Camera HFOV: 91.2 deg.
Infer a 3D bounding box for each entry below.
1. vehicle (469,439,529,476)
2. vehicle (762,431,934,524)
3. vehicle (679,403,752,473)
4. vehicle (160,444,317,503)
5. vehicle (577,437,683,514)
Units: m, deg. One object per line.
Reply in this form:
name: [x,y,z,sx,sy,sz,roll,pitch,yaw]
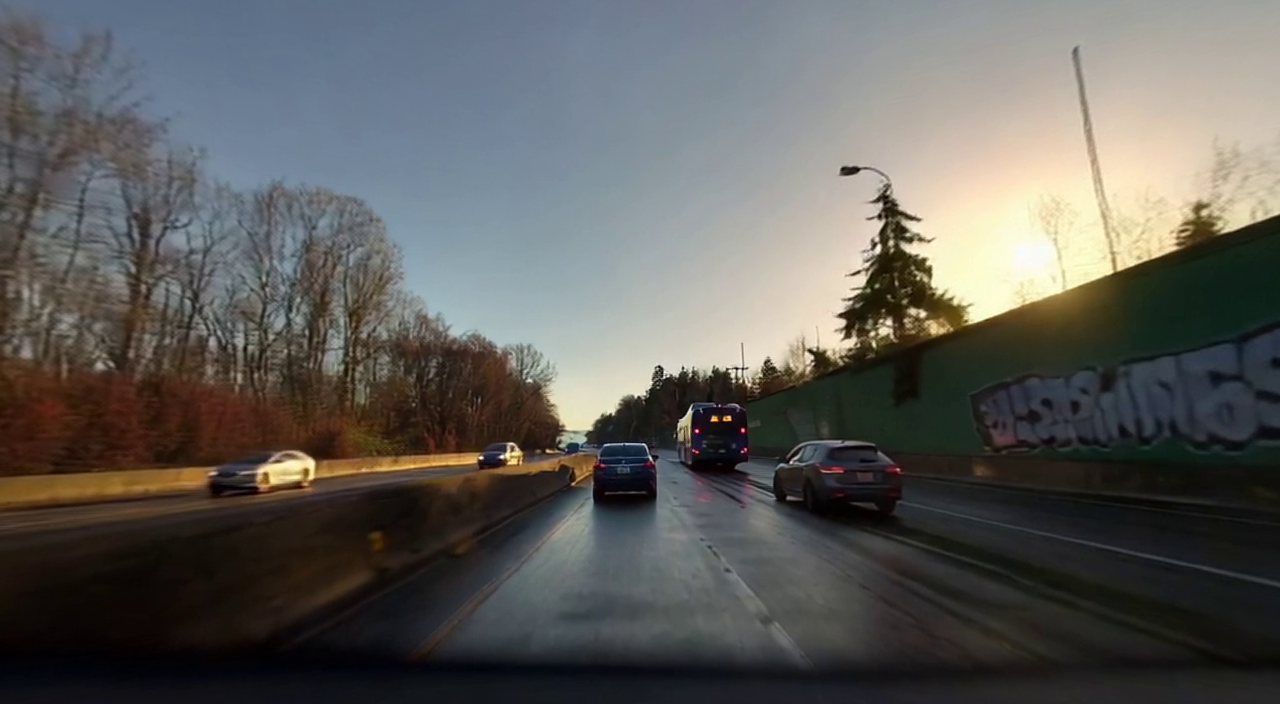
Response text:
vehicle: [-8.287,6.256,37.378,2.319,1.983,4.918,-1,-9,1]
vehicle: [3.841,2.393,12.410,1.995,1.507,3.915,0,-9,-1]
vehicle: [4.151,5.263,37.587,3.055,3.479,12.521,-1,-9,1]
vehicle: [-12.812,3.885,20.442,2.090,1.680,4.456,-1,-9,1]
vehicle: [-0.223,2.854,14.931,2.160,1.532,4.073,0,-9,0]
